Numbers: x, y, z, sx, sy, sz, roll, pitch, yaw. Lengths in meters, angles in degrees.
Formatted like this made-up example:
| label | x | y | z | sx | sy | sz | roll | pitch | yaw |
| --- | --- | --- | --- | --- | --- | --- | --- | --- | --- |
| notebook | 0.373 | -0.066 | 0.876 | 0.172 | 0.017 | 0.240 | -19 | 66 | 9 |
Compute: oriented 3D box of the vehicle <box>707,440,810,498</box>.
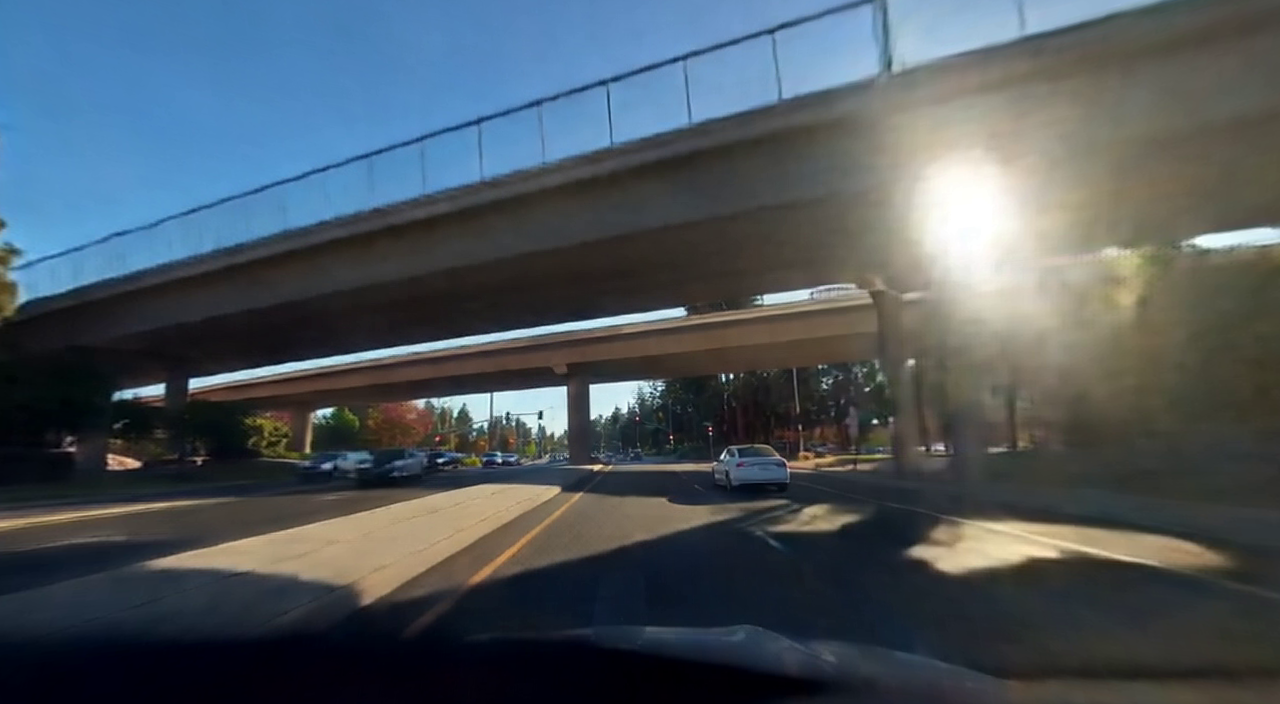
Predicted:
| label | x | y | z | sx | sy | sz | roll | pitch | yaw |
| --- | --- | --- | --- | --- | --- | --- | --- | --- | --- |
| vehicle | 3.315 | 3.357 | 18.610 | 2.062 | 1.484 | 4.332 | 0 | -8 | -1 |

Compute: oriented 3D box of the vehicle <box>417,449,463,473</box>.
| label | x | y | z | sx | sy | sz | roll | pitch | yaw |
| --- | --- | --- | --- | --- | --- | --- | --- | --- | --- |
| vehicle | -14.541 | 7.915 | 46.129 | 1.912 | 1.632 | 4.326 | -1 | -8 | 0 |
